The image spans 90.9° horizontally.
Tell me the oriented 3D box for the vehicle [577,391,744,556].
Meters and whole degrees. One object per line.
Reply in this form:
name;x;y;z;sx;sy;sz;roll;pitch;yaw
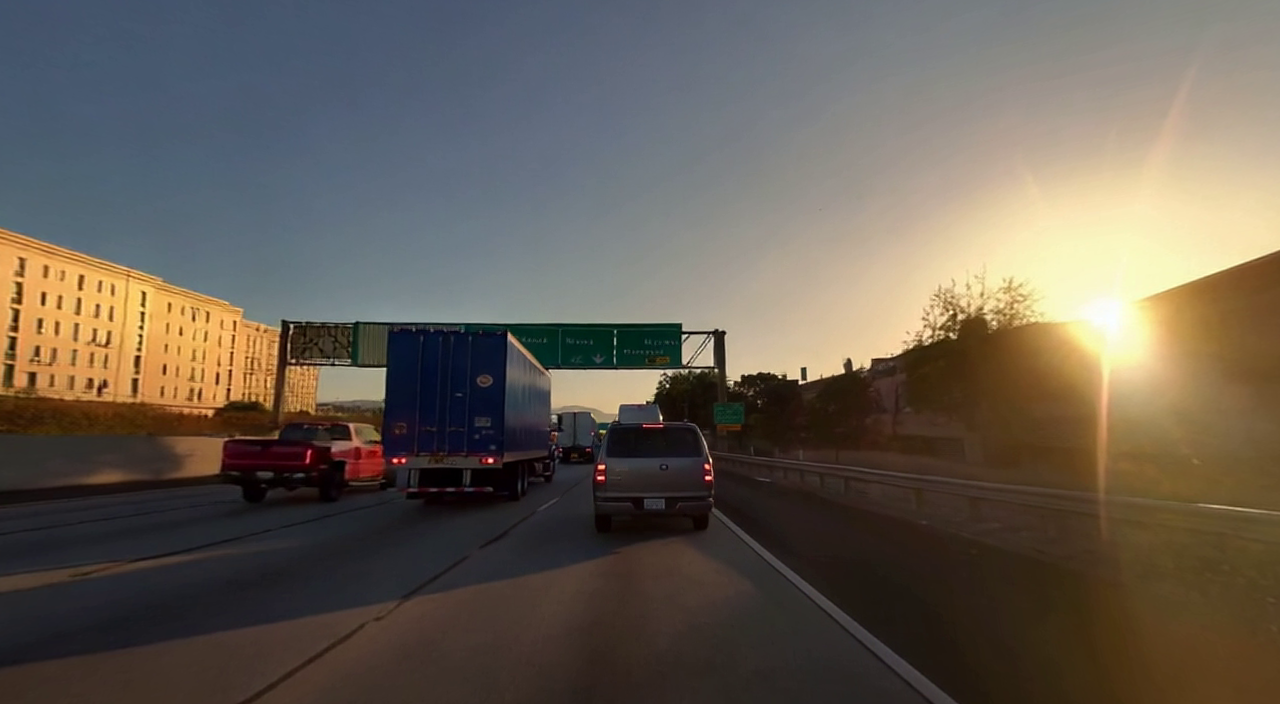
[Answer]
vehicle;0.148;1.717;9.466;1.947;1.910;4.040;0;-9;-3

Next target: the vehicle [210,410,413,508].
vehicle;-7.905;2.660;16.070;2.218;2.047;5.586;0;-9;-1

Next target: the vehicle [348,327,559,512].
vehicle;-4.064;1.893;16.267;2.814;3.513;8.529;0;-9;0
